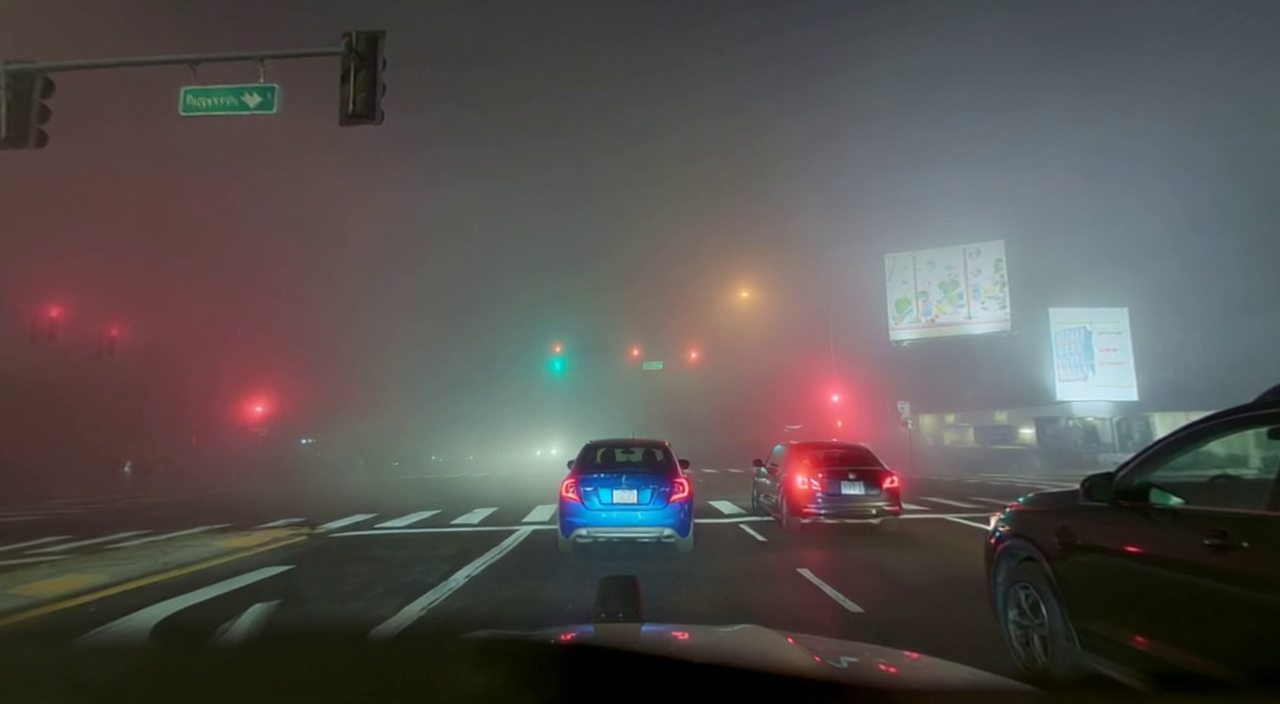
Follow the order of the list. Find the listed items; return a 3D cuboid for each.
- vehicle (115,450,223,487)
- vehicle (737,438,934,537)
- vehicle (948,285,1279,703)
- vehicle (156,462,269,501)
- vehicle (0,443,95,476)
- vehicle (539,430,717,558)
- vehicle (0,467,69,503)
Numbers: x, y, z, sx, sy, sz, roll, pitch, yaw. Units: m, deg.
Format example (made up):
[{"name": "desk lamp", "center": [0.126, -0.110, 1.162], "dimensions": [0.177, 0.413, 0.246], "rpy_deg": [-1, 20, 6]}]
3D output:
[{"name": "vehicle", "center": [-27.511, 6.796, 37.170], "dimensions": [2.300, 1.932, 5.056], "rpy_deg": [-1, -9, 2]}, {"name": "vehicle", "center": [3.198, 2.304, 11.460], "dimensions": [2.009, 1.414, 4.416], "rpy_deg": [0, -8, -2]}, {"name": "vehicle", "center": [2.997, 0.667, 1.774], "dimensions": [2.047, 1.785, 4.357], "rpy_deg": [0, -8, 0]}, {"name": "vehicle", "center": [-19.100, 5.789, 28.521], "dimensions": [1.942, 1.453, 4.448], "rpy_deg": [0, -8, 0]}, {"name": "vehicle", "center": [-35.704, 6.335, 37.388], "dimensions": [2.145, 1.797, 5.198], "rpy_deg": [-1, -8, 1]}, {"name": "vehicle", "center": [-0.159, 1.974, 9.485], "dimensions": [2.095, 1.502, 3.873], "rpy_deg": [0, -8, 0]}, {"name": "vehicle", "center": [-28.024, 6.104, 29.262], "dimensions": [1.972, 1.433, 4.324], "rpy_deg": [8, -12, -39]}]
